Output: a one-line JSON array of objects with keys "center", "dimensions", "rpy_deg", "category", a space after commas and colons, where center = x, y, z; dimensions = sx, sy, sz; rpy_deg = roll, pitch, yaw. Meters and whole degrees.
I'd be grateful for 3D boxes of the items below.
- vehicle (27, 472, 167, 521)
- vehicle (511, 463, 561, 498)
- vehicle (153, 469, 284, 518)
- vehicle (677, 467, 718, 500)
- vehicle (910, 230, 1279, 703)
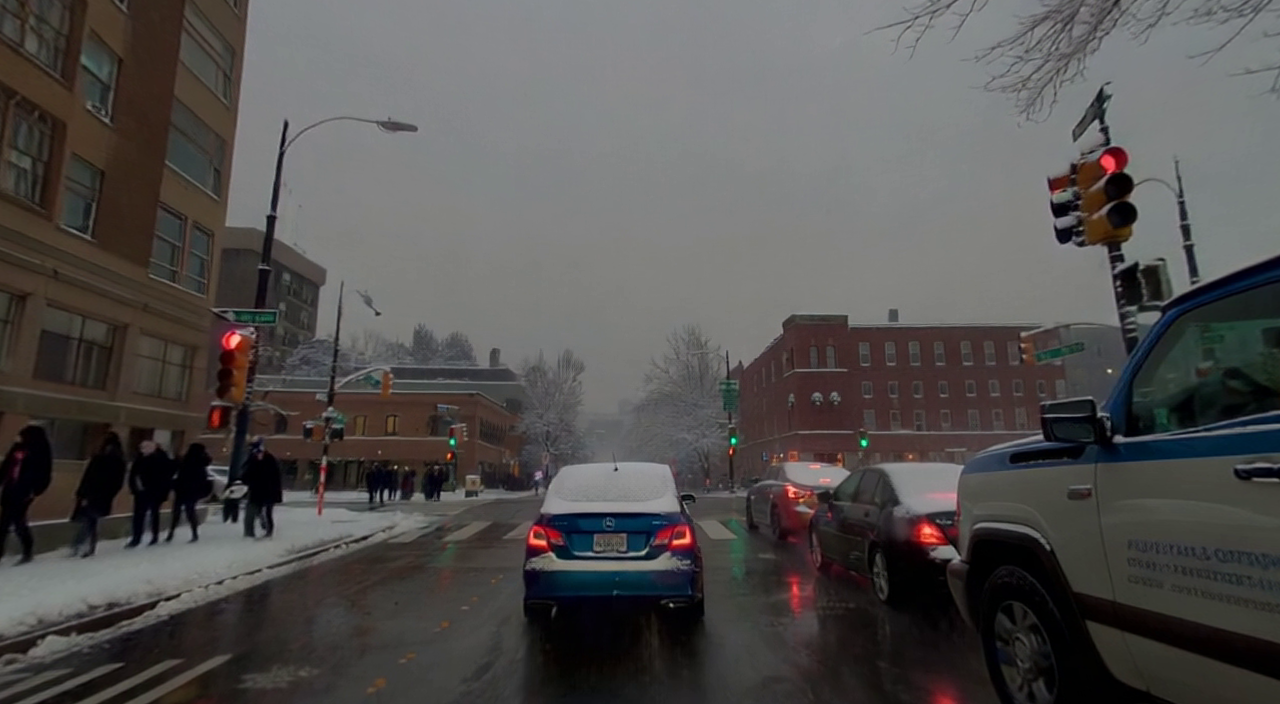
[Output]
[{"center": [-25.483, 6.781, 29.720], "dimensions": [4.588, 2.048, 2.110], "rpy_deg": [0, -9, 1], "category": "vehicle"}, {"center": [-6.351, 7.902, 39.006], "dimensions": [2.226, 1.896, 4.438], "rpy_deg": [-1, -8, 1], "category": "vehicle"}, {"center": [-19.781, 6.626, 29.711], "dimensions": [4.750, 2.083, 2.002], "rpy_deg": [-1, -9, 3], "category": "vehicle"}, {"center": [3.464, 8.054, 38.809], "dimensions": [1.908, 1.741, 4.066], "rpy_deg": [0, -9, -3], "category": "vehicle"}, {"center": [3.208, 0.541, 1.245], "dimensions": [2.632, 1.979, 6.096], "rpy_deg": [0, -8, 0], "category": "vehicle"}]
